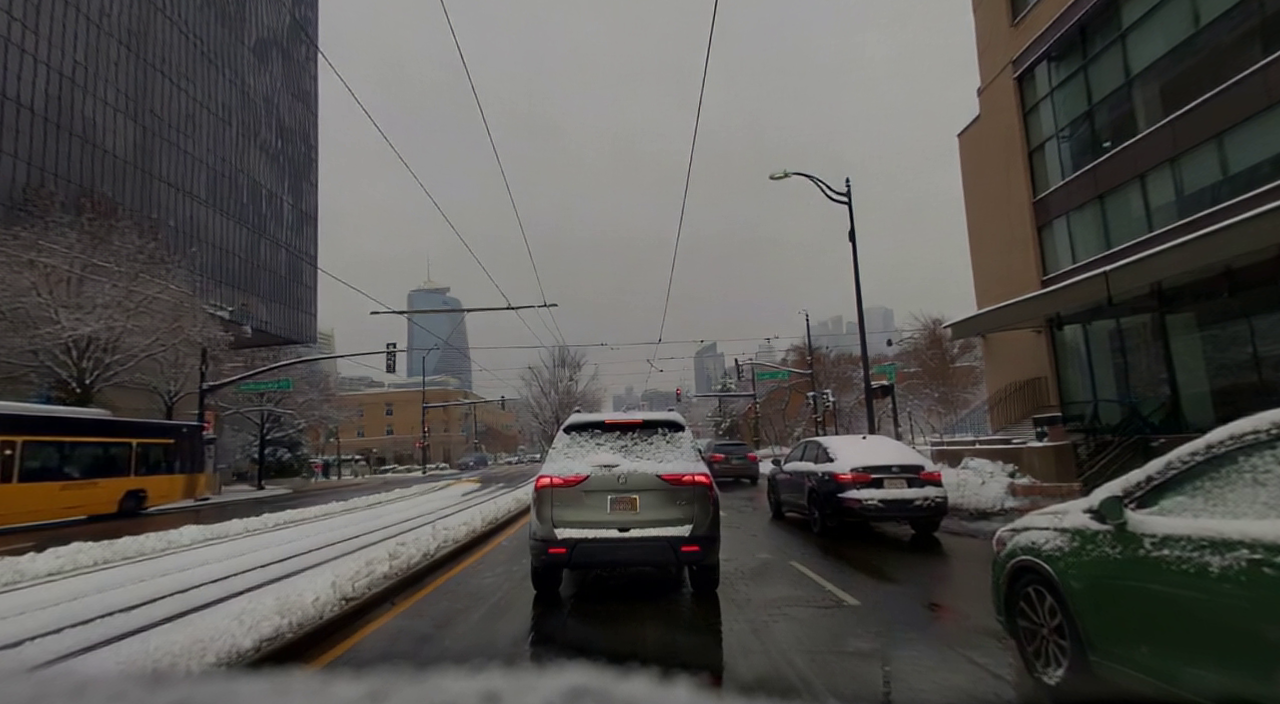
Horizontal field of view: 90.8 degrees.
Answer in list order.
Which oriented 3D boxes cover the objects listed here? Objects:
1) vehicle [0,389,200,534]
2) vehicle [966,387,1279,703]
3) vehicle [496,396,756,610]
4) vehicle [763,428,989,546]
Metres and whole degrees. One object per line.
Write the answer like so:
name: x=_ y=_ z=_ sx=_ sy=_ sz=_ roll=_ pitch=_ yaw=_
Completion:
vehicle: x=-19.759 y=3.630 z=20.247 sx=3.393 sy=4.045 sz=11.306 roll=-5 pitch=-10 yaw=-1
vehicle: x=3.136 y=0.824 z=1.847 sx=1.993 sy=1.480 sz=4.324 roll=0 pitch=-8 yaw=-1
vehicle: x=-0.190 y=1.579 z=7.518 sx=2.178 sy=1.779 sz=4.255 roll=0 pitch=-8 yaw=-2
vehicle: x=3.633 y=2.156 z=10.766 sx=2.128 sy=1.582 sz=4.188 roll=0 pitch=-8 yaw=-2
